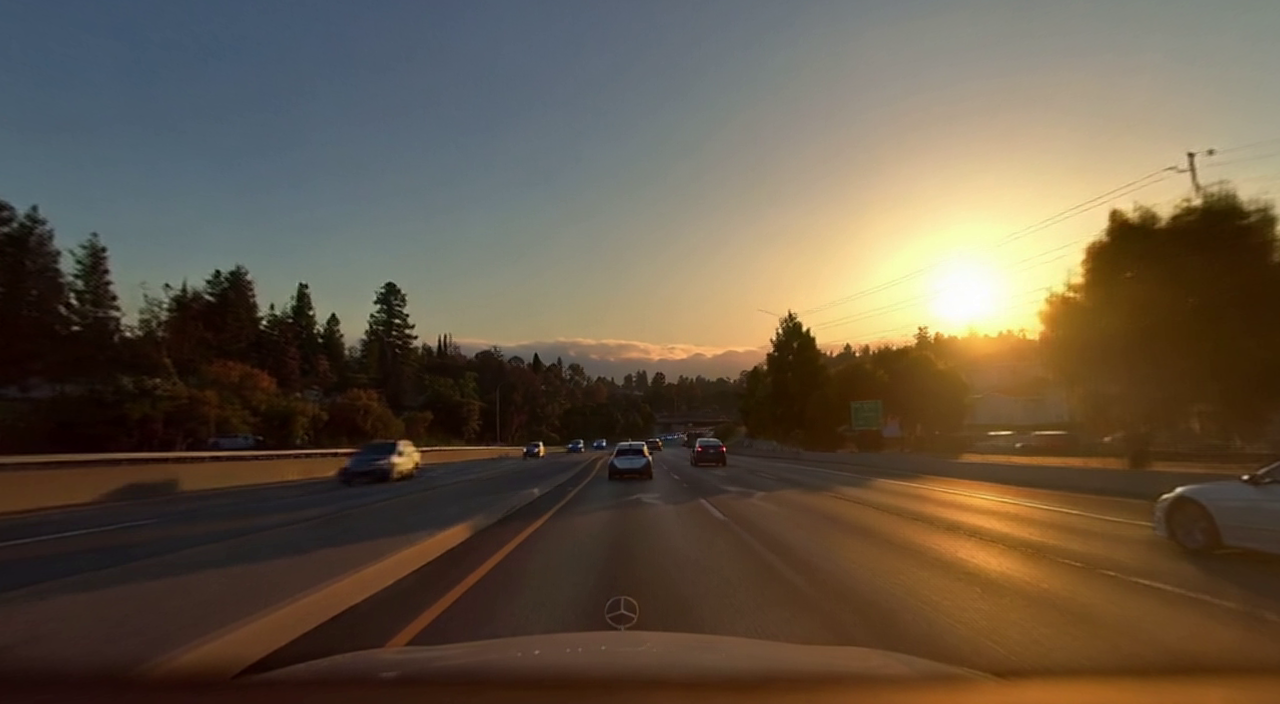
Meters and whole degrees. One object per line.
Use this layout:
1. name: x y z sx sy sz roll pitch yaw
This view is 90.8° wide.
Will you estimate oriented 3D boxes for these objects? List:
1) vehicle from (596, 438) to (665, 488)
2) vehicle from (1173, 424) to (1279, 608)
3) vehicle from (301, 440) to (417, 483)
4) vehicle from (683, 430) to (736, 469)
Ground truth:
1. vehicle: -0.255 3.572 20.565 2.040 1.451 3.736 0 -8 0
2. vehicle: 6.389 1.106 3.669 2.434 1.467 4.726 0 -8 -1
3. vehicle: -11.011 4.314 25.239 2.393 1.522 4.808 0 -8 0
4. vehicle: 3.536 5.066 32.958 2.186 1.842 4.553 0 -8 -1
